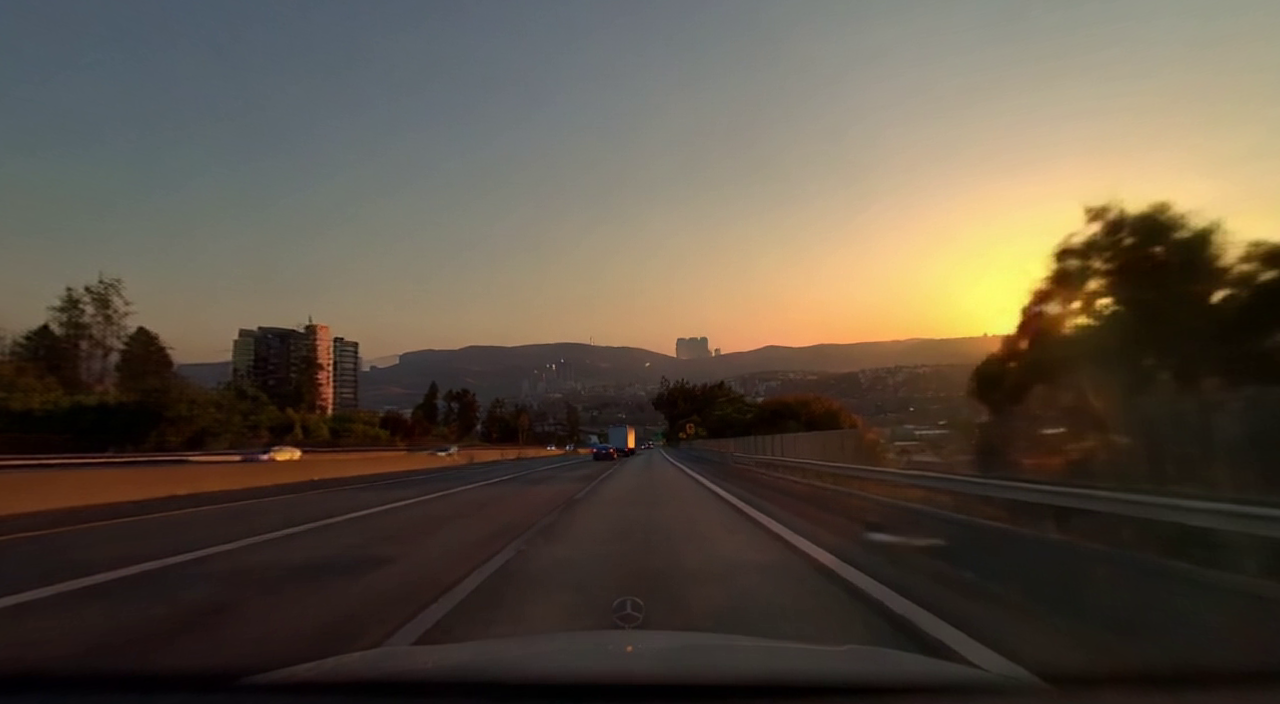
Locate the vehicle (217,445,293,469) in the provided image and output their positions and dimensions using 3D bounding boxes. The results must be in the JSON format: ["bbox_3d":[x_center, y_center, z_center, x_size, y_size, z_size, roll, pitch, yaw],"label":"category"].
[{"bbox_3d":[-26.071,7.092,42.904,1.866,1.493,5.057,0,-8,1],"label":"vehicle"}]
